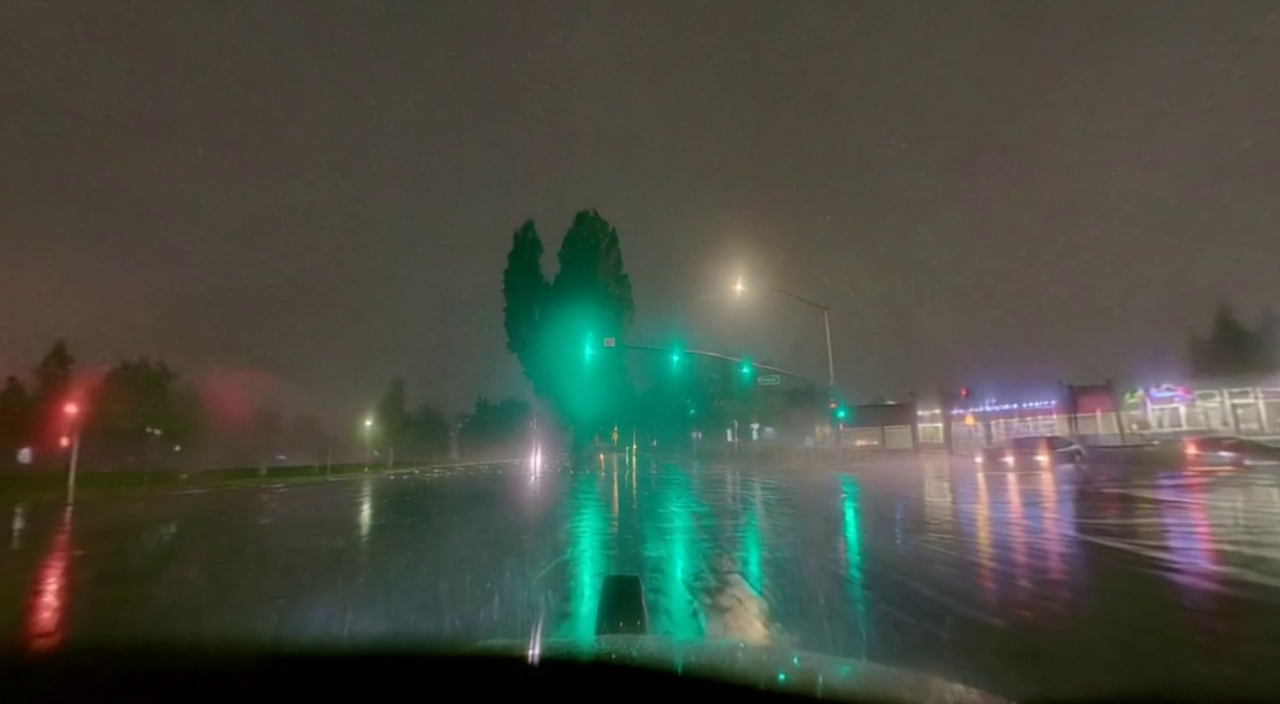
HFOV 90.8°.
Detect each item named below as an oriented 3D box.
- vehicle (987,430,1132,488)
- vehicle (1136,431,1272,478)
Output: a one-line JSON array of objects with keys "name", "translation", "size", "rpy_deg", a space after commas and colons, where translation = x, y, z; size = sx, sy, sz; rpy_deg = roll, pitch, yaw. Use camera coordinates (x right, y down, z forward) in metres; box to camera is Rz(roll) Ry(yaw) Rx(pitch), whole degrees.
[{"name": "vehicle", "translation": [13.319, 3.362, 20.095], "size": [3.780, 1.496, 1.867], "rpy_deg": [0, -8, -21]}, {"name": "vehicle", "translation": [19.662, 3.548, 22.046], "size": [3.942, 1.505, 1.848], "rpy_deg": [3, -9, -22]}]
